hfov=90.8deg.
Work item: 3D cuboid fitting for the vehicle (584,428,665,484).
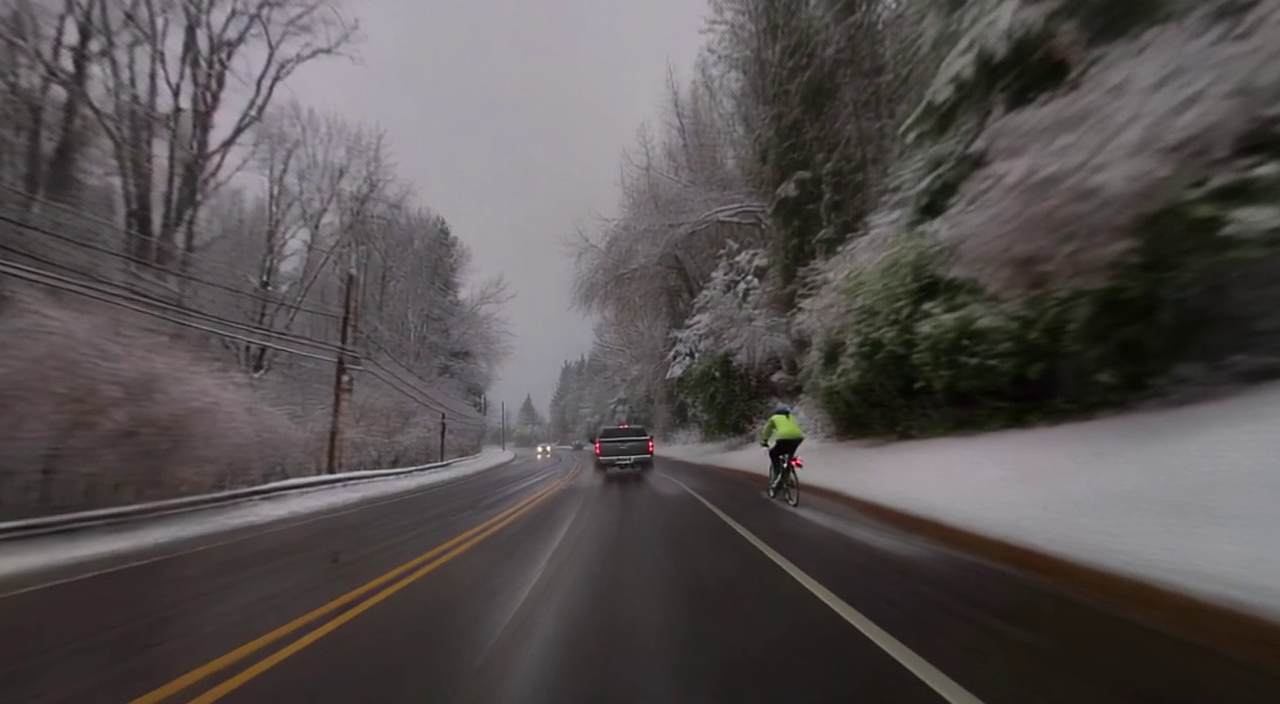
[{"bbox_3d":[-0.647,3.798,23.332,2.631,1.798,5.331,0,-8,-3],"label":"vehicle"}]
